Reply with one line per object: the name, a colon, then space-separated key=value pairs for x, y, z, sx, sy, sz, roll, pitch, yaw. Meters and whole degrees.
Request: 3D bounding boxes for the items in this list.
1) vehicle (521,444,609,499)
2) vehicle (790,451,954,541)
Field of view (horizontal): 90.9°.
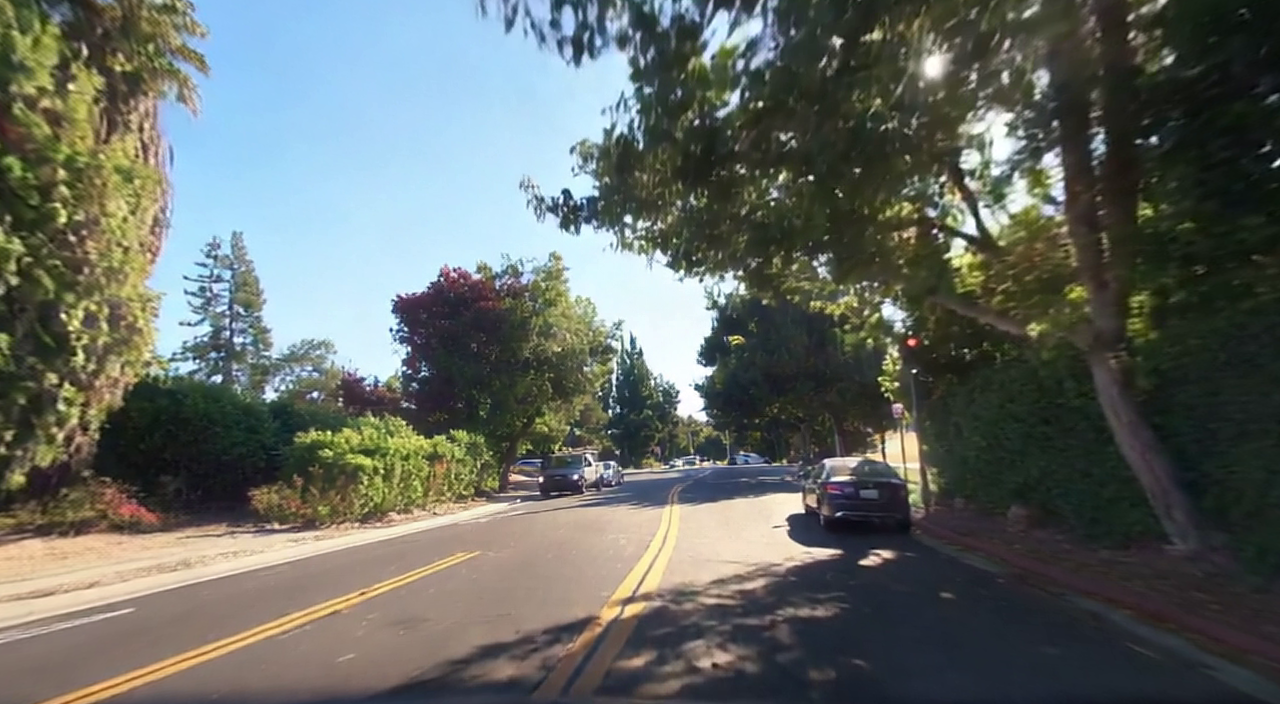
vehicle: x=-3.310 y=5.580 z=29.223 sx=2.583 sy=2.167 sz=5.667 roll=-4 pitch=-12 yaw=8
vehicle: x=4.414 y=2.765 z=12.847 sx=2.033 sy=1.424 sz=4.560 roll=-1 pitch=-8 yaw=6
